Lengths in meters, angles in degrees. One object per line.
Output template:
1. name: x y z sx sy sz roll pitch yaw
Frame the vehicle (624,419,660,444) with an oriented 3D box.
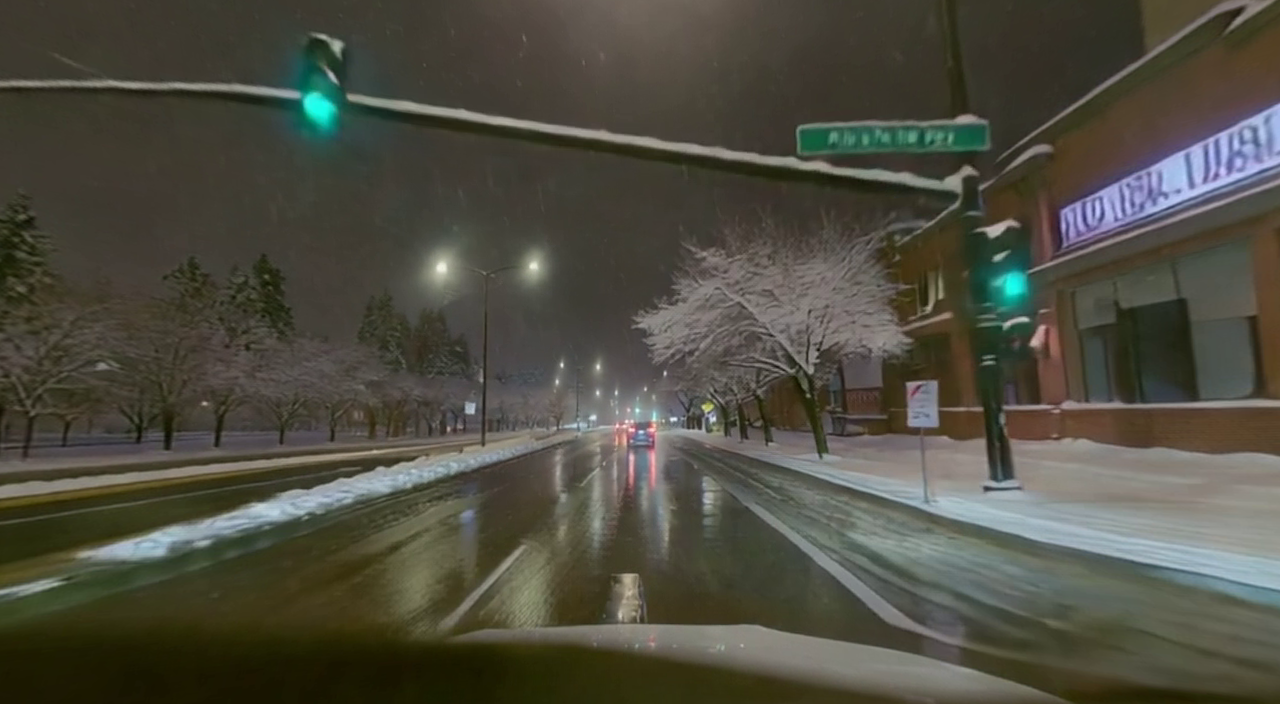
1. vehicle: 0.097 4.986 39.246 2.115 1.461 3.976 0 -8 -1
